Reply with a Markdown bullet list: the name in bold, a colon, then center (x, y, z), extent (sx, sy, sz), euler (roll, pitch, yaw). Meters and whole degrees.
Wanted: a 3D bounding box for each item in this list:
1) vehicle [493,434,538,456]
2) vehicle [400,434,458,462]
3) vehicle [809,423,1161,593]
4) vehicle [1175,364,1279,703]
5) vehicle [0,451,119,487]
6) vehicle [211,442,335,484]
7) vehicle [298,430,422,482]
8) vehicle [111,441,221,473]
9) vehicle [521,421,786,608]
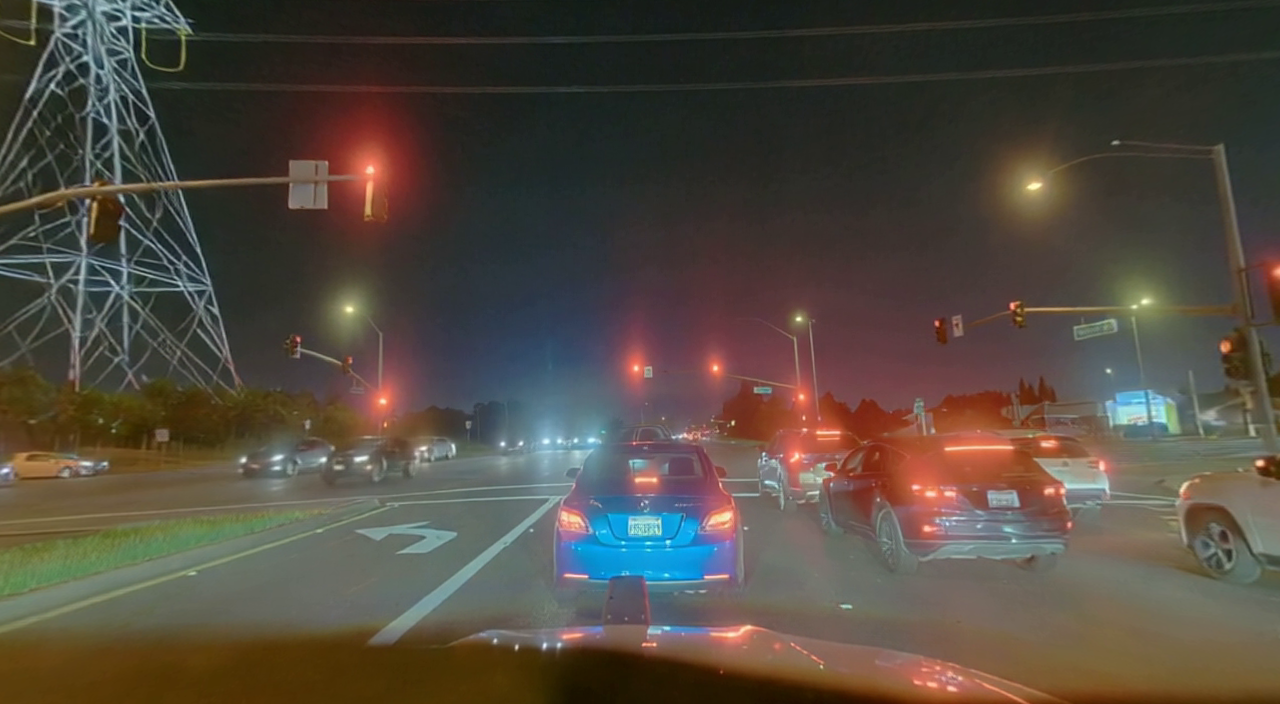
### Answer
- **vehicle**: center (-9.021, 6.793, 46.112), extent (1.992, 1.480, 4.743), euler (-1, -9, 4)
- **vehicle**: center (-13.697, 6.250, 41.249), extent (1.955, 1.694, 4.625), euler (-1, -8, 3)
- **vehicle**: center (3.636, 1.688, 7.729), extent (1.835, 1.473, 4.190), euler (0, -8, -2)
- **vehicle**: center (3.398, 0.593, 0.634), extent (1.926, 1.614, 4.330), euler (0, -8, 1)
- **vehicle**: center (-25.952, 5.118, 27.740), extent (4.263, 1.464, 1.895), euler (0, -8, -1)
- **vehicle**: center (-14.053, 4.262, 24.509), extent (1.982, 1.469, 4.583), euler (0, -8, 1)
- **vehicle**: center (-10.291, 3.865, 23.729), extent (2.239, 1.719, 4.948), euler (-1, -8, 2)
- **vehicle**: center (-26.059, 5.773, 34.782), extent (4.417, 1.637, 1.956), euler (0, -8, -2)
- **vehicle**: center (0.096, 1.601, 7.133), extent (2.117, 1.474, 4.036), euler (0, -8, 0)
